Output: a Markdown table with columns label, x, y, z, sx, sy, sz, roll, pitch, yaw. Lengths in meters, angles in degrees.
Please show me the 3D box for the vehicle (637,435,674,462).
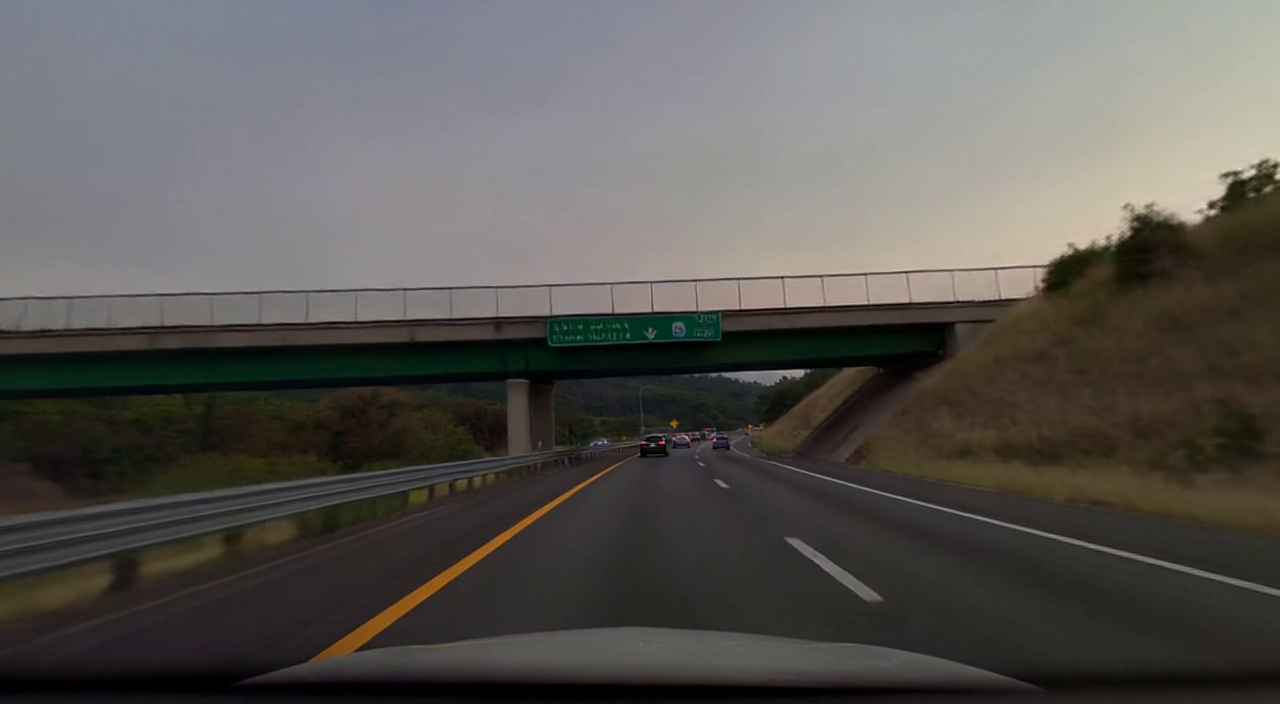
| label | x | y | z | sx | sy | sz | roll | pitch | yaw |
| --- | --- | --- | --- | --- | --- | --- | --- | --- | --- |
| vehicle | 0.980 | 5.602 | 36.811 | 1.993 | 1.461 | 3.812 | -1 | -8 | 4 |
